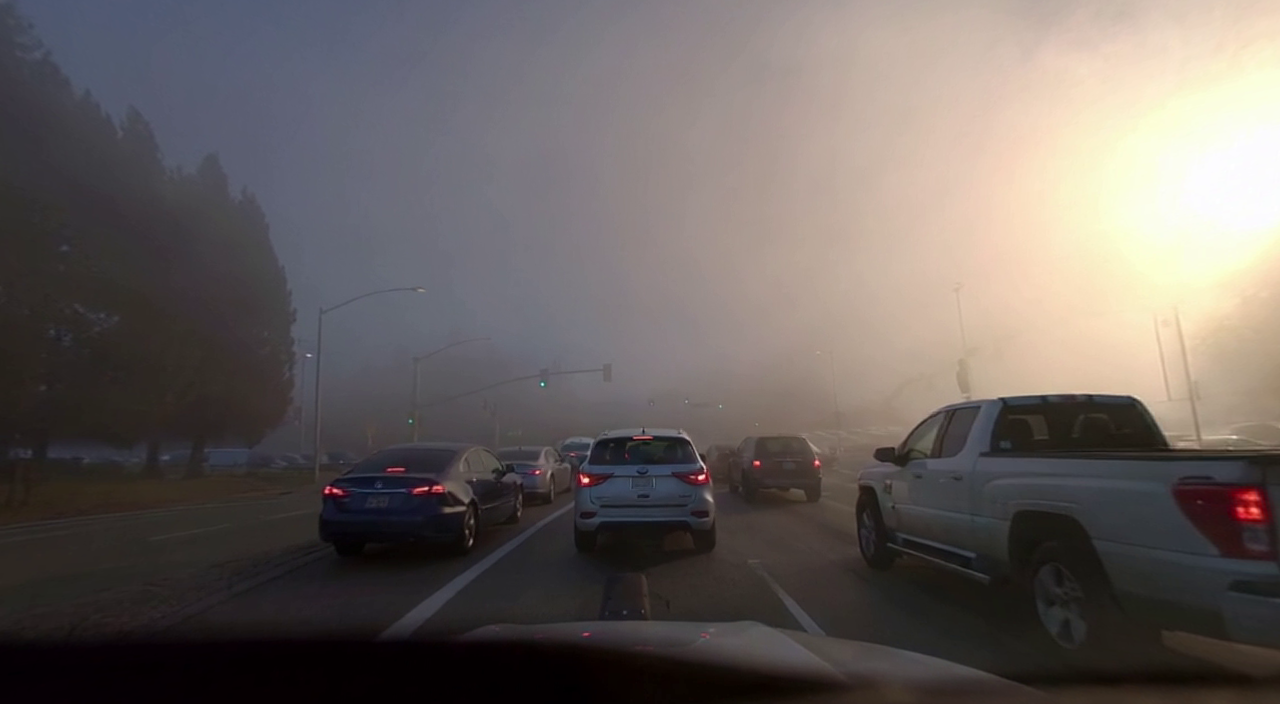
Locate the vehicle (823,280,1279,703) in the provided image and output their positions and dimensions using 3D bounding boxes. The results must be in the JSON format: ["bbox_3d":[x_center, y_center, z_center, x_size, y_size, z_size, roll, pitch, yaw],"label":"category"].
[{"bbox_3d":[3.383,1.075,4.701,2.317,1.857,5.940,0,-8,1],"label":"vehicle"}]

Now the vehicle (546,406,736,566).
[{"bbox_3d":[0.059,1.788,9.073,2.113,1.768,3.901,0,-8,1],"label":"vehicle"}]

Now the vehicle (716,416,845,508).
[{"bbox_3d":[3.599,2.964,17.488,2.408,2.100,5.668,0,-9,1],"label":"vehicle"}]

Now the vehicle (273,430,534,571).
[{"bbox_3d":[-2.916,1.919,8.980,2.023,1.494,4.259,0,-9,0],"label":"vehicle"}]
